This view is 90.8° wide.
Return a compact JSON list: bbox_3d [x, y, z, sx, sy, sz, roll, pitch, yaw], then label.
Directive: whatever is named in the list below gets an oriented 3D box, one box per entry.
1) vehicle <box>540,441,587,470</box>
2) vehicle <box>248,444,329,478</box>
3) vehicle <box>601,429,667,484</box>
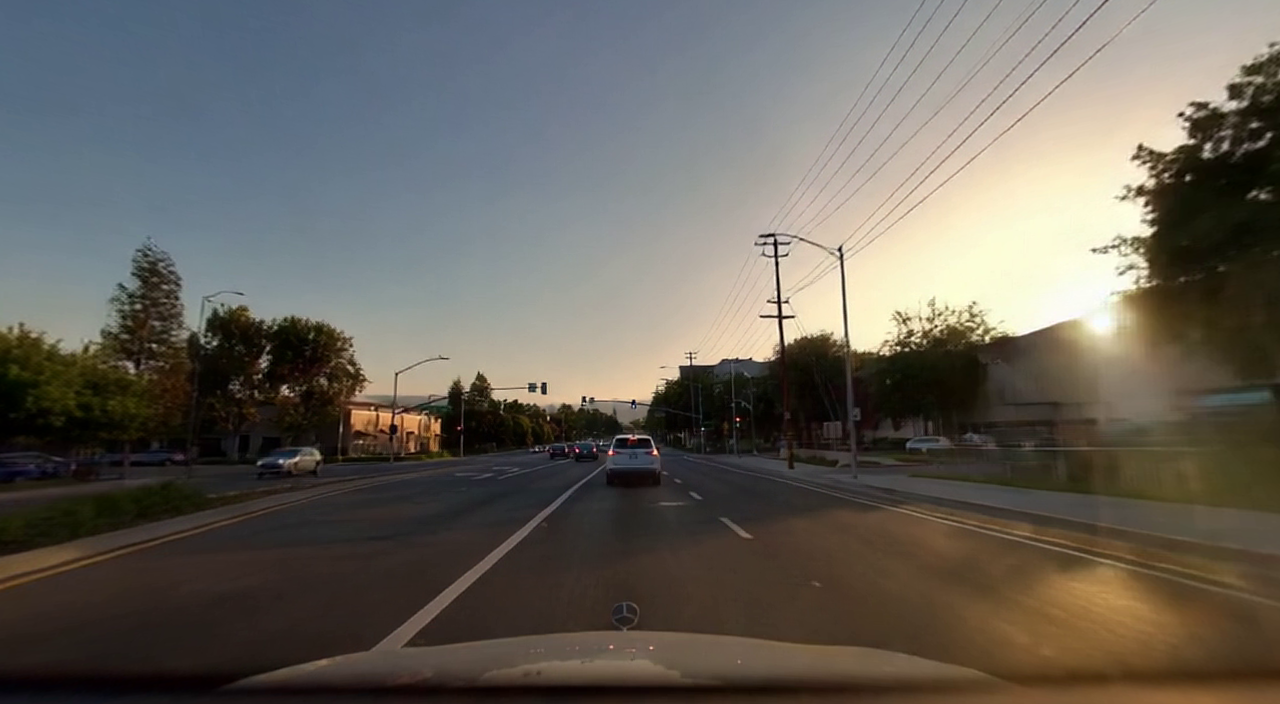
[{"bbox_3d":[-4.051,5.580,34.271,2.075,1.474,4.367,0,-8,-1],"label":"vehicle"},{"bbox_3d":[-19.389,6.013,35.147,1.945,1.700,4.465,0,-8,0],"label":"vehicle"},{"bbox_3d":[-0.228,3.777,23.027,2.188,1.782,3.982,0,-8,-1],"label":"vehicle"}]
